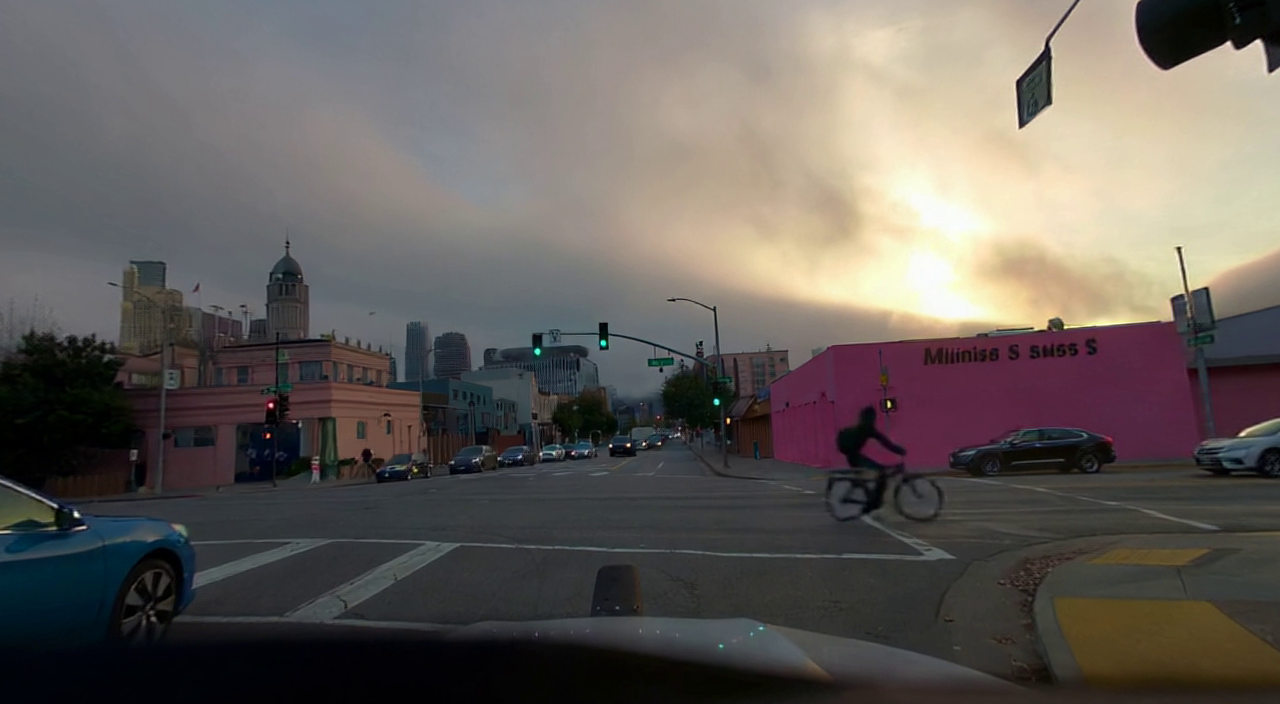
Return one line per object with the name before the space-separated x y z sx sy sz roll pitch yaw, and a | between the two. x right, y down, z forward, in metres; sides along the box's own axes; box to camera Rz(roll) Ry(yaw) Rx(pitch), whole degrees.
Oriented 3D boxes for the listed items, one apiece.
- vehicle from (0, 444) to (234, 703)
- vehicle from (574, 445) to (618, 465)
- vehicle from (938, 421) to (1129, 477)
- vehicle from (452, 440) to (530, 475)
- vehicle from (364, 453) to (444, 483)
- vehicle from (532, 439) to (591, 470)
vehicle | -3.697 0.980 2.158 1.759 1.325 4.295 0 -9 0
vehicle | -3.023 7.181 44.098 1.743 1.362 4.350 -2 -9 14
vehicle | 11.575 2.894 18.802 4.355 1.546 1.820 -1 -9 6
vehicle | -8.388 5.980 36.070 2.152 1.825 5.406 -2 -9 12
vehicle | -12.571 6.176 33.899 1.976 1.425 4.567 -1 -9 9
vehicle | -4.491 5.986 36.872 1.928 1.647 4.575 -2 -9 13
